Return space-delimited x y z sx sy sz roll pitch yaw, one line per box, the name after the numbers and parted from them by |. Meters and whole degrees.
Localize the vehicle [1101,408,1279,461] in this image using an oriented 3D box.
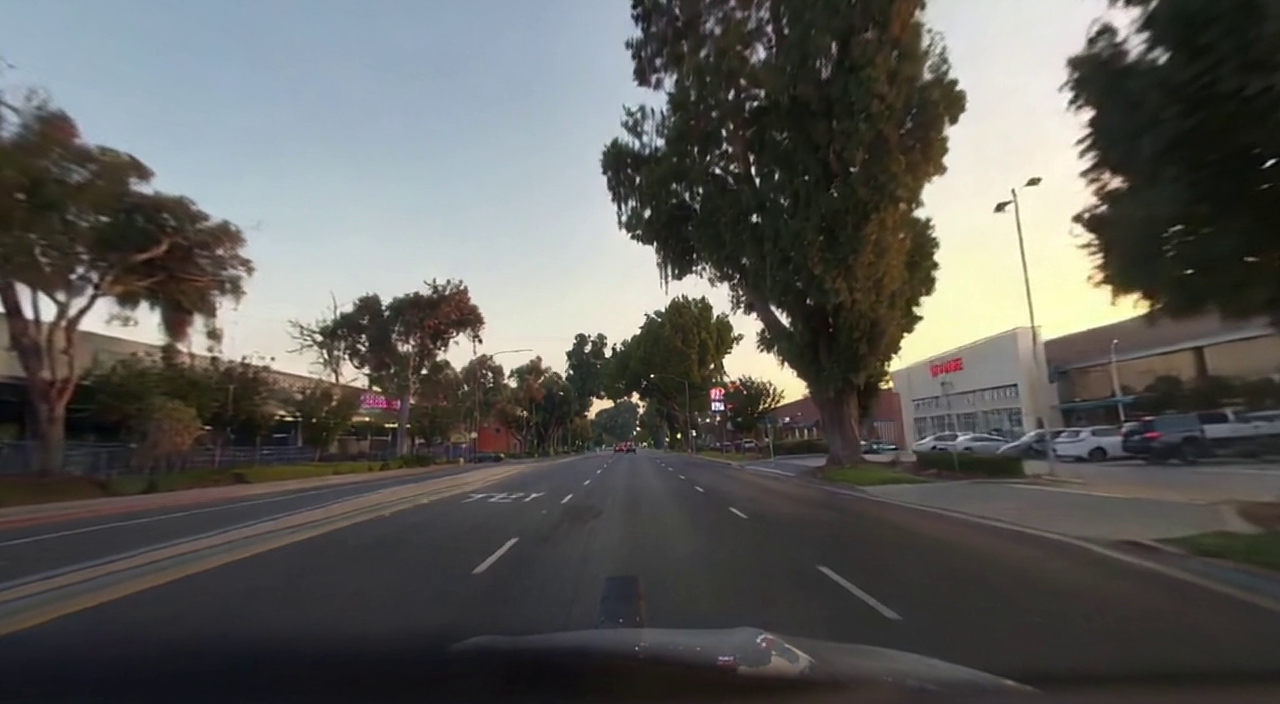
23.553 3.507 26.674 6.239 2.118 2.380 0 -8 -1 | vehicle

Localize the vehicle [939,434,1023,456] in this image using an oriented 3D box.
23.178 6.323 43.024 4.579 1.482 1.911 0 -8 1 | vehicle
